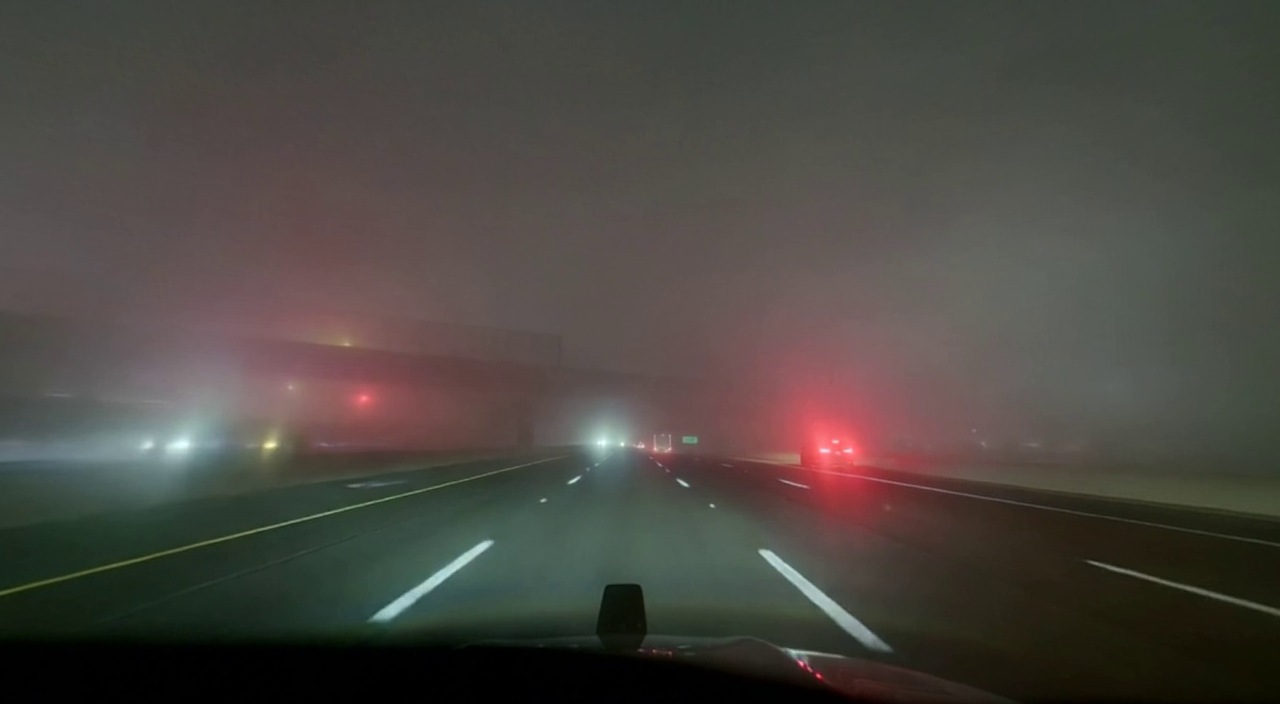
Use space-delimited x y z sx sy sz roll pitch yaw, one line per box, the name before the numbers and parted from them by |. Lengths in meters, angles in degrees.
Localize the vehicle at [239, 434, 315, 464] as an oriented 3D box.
vehicle | -21.999 5.902 38.309 1.903 1.664 4.502 0 -8 0
